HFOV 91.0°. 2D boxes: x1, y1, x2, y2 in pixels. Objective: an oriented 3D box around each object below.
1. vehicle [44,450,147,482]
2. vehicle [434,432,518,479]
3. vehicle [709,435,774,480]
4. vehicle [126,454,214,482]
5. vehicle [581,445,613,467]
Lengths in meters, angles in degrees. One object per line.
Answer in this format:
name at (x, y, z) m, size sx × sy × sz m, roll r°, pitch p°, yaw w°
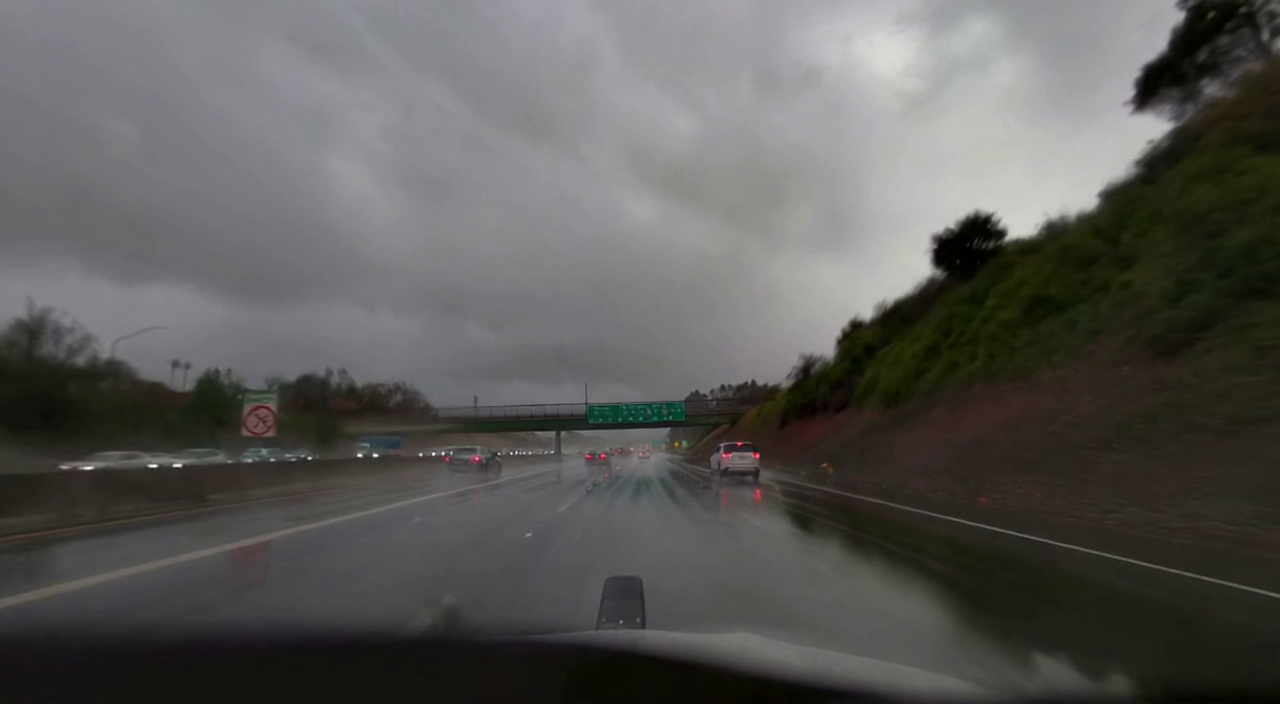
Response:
vehicle at (-35.100, 7.338, 40.822) m, size 2.034 × 1.900 × 5.300 m, roll 0°, pitch -9°, yaw -2°
vehicle at (-7.570, 4.853, 29.793) m, size 2.341 × 1.959 × 5.684 m, roll 0°, pitch -9°, yaw 1°
vehicle at (4.198, 4.446, 26.715) m, size 1.990 × 1.735 × 4.276 m, roll 0°, pitch -9°, yaw 0°
vehicle at (-28.875, 7.124, 38.897) m, size 1.845 × 1.514 × 4.682 m, roll 0°, pitch -9°, yaw 0°
vehicle at (-3.154, 7.722, 47.040) m, size 2.067 × 1.528 × 4.551 m, roll 0°, pitch -9°, yaw 1°
